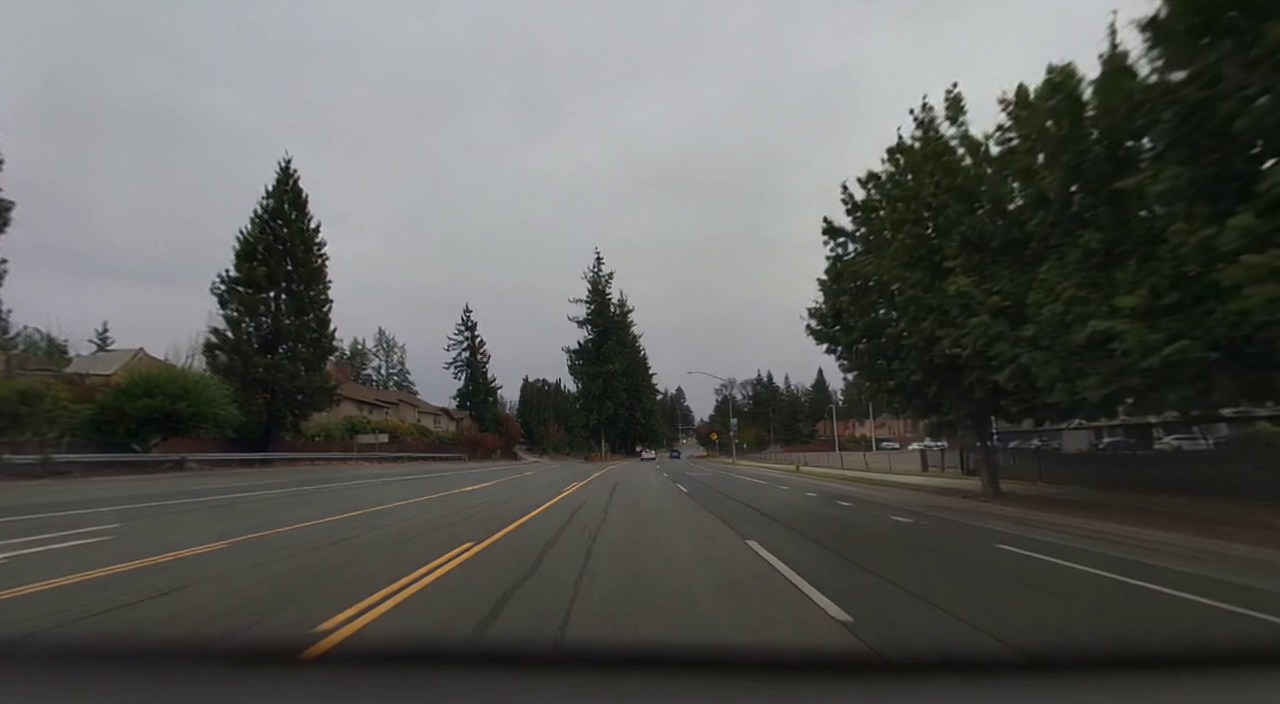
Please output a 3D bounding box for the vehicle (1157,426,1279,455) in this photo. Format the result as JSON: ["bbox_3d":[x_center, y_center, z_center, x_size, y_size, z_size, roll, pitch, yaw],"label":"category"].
[{"bbox_3d":[44.624,6.850,48.578,2.249,2.055,7.098,3,-9,-24],"label":"vehicle"}]
